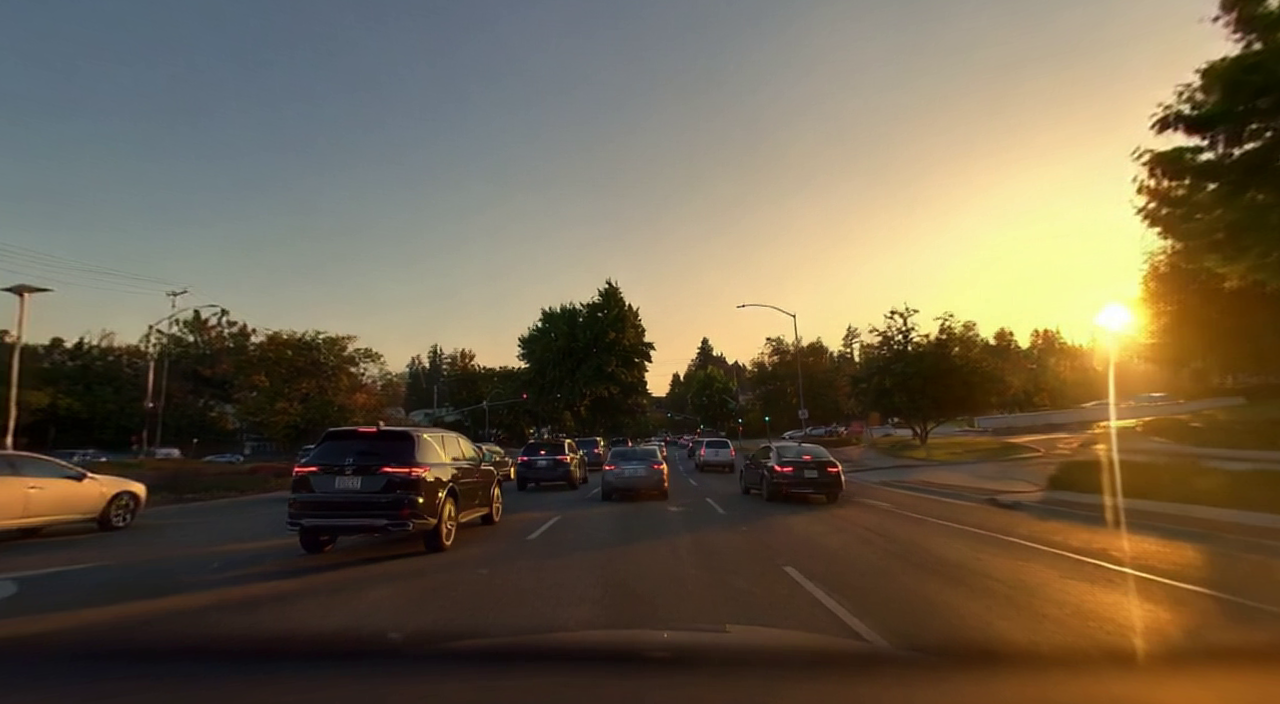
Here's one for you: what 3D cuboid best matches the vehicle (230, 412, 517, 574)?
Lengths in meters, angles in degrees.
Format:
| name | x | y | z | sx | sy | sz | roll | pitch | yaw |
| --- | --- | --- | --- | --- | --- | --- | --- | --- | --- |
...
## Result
| name | x | y | z | sx | sy | sz | roll | pitch | yaw |
| --- | --- | --- | --- | --- | --- | --- | --- | --- | --- |
| vehicle | -3.424 | 1.938 | 9.607 | 2.111 | 1.745 | 5.274 | 0 | -9 | -1 |

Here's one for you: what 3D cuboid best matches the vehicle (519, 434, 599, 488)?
| name | x | y | z | sx | sy | sz | roll | pitch | yaw |
| --- | --- | --- | --- | --- | --- | --- | --- | --- | --- |
| vehicle | -2.886 | 4.036 | 23.678 | 2.218 | 1.829 | 4.492 | -1 | -9 | 3 |

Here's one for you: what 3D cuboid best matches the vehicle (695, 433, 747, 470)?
| name | x | y | z | sx | sy | sz | roll | pitch | yaw |
| --- | --- | --- | --- | --- | --- | --- | --- | --- | --- |
| vehicle | 4.236 | 5.304 | 33.770 | 2.099 | 1.845 | 4.363 | 0 | -9 | -1 |

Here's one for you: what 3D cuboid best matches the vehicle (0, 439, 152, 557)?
| name | x | y | z | sx | sy | sz | roll | pitch | yaw |
| --- | --- | --- | --- | --- | --- | --- | --- | --- | --- |
| vehicle | -9.198 | 1.874 | 8.170 | 2.146 | 1.480 | 4.589 | 0 | -9 | -1 |

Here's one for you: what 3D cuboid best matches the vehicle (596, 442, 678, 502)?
| name | x | y | z | sx | sy | sz | roll | pitch | yaw |
| --- | --- | --- | --- | --- | --- | --- | --- | --- | --- |
| vehicle | -0.058 | 3.340 | 18.048 | 2.030 | 1.477 | 4.330 | 0 | -9 | 1 |

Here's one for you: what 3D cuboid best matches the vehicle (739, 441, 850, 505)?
| name | x | y | z | sx | sy | sz | roll | pitch | yaw |
| --- | --- | --- | --- | --- | --- | --- | --- | --- | --- |
| vehicle | 3.939 | 3.148 | 16.918 | 1.884 | 1.463 | 4.195 | 0 | -9 | 0 |
